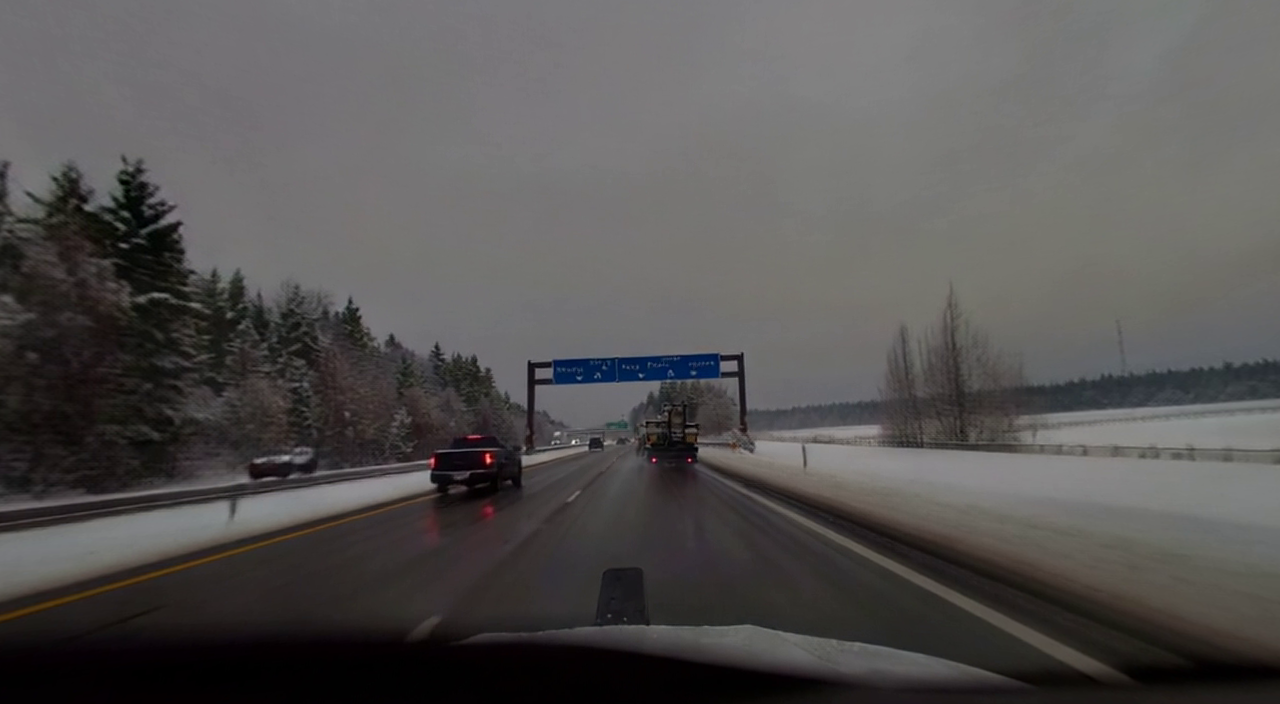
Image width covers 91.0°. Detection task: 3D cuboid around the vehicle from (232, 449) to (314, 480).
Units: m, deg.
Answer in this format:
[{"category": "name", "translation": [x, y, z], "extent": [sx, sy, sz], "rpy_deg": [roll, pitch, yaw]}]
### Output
[{"category": "vehicle", "translation": [-19.640, 6.006, 33.917], "extent": [1.867, 1.479, 4.361], "rpy_deg": [0, -8, -1]}]

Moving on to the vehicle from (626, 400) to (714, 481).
[{"category": "vehicle", "translation": [0.853, 3.129, 22.240], "extent": [2.677, 2.439, 6.402], "rpy_deg": [0, -8, -1]}]
